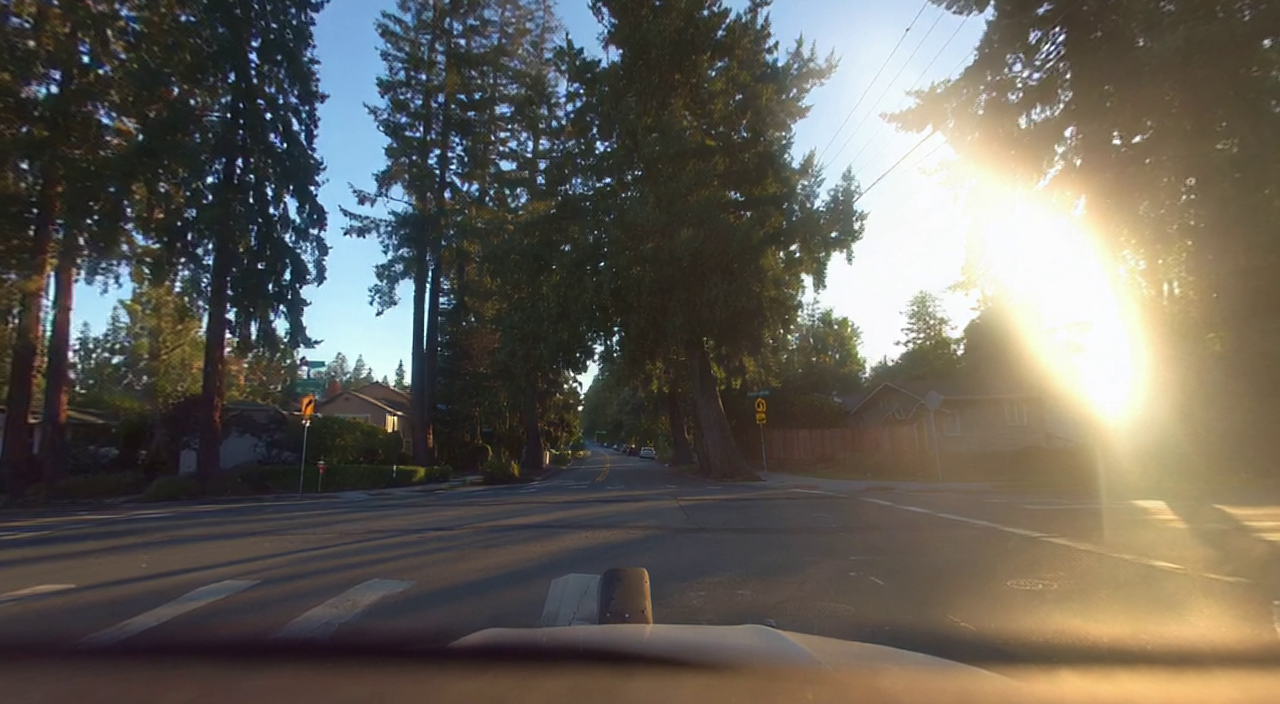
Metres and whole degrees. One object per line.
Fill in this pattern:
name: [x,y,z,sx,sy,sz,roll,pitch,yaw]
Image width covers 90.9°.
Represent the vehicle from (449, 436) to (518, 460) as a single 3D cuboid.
vehicle: [-11.668,7.202,47.244,4.622,1.782,1.836,0,-8,1]
